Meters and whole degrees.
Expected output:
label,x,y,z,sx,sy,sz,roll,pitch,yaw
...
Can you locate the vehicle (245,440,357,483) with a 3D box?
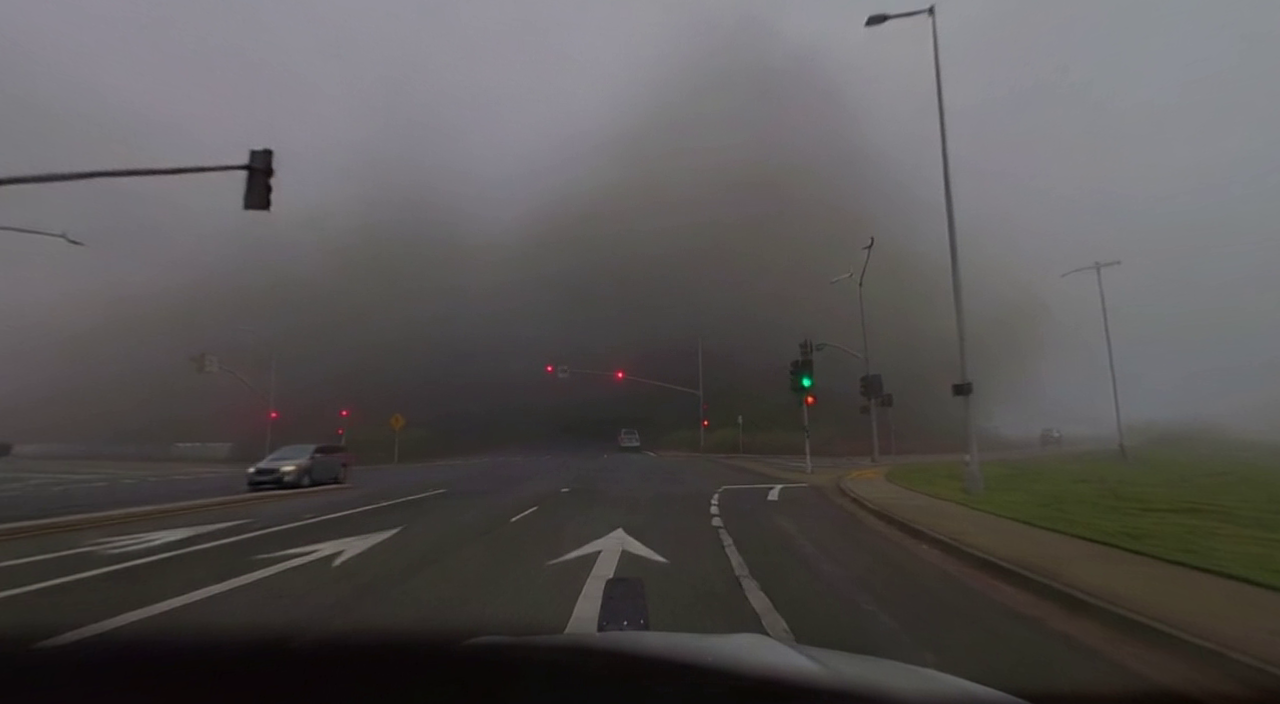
label,x,y,z,sx,sy,sz,roll,pitch,yaw
vehicle,-13.105,4.232,24.724,1.969,1.500,4.417,0,-8,-1
